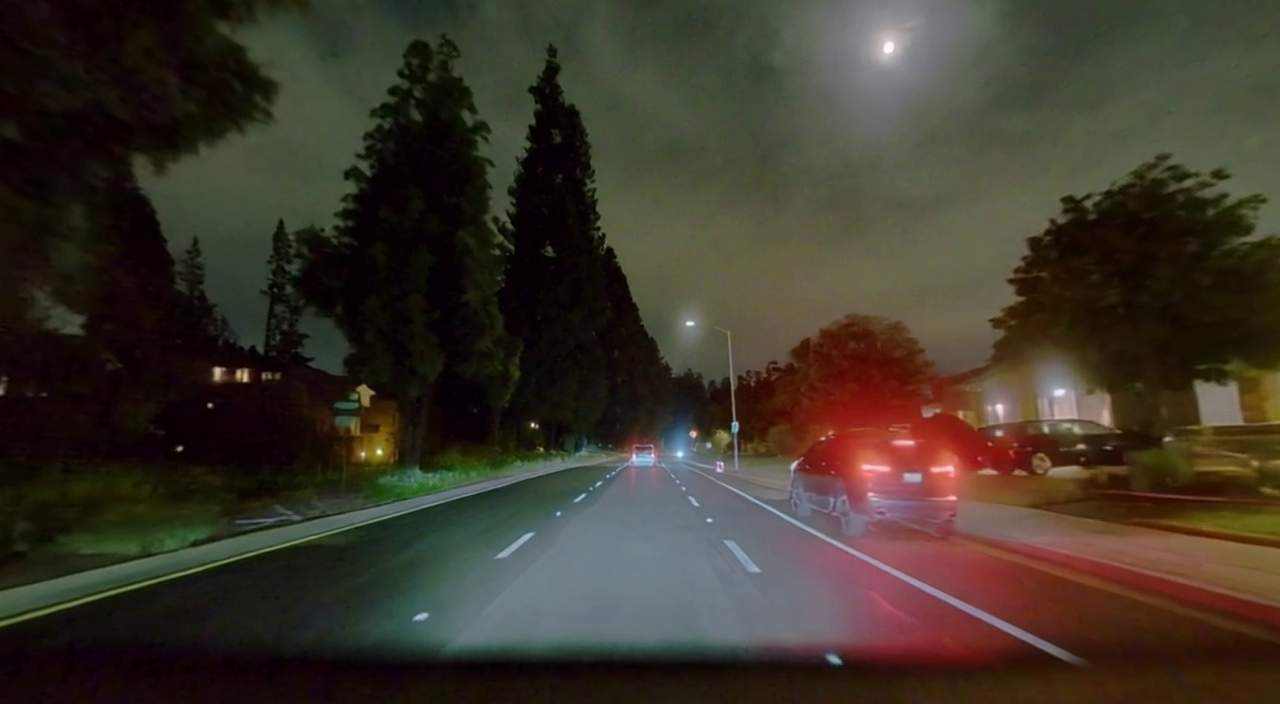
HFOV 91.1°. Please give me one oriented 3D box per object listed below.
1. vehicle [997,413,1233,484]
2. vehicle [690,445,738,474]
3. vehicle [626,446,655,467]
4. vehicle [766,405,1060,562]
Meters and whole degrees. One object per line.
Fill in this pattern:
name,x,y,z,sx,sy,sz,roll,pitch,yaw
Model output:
vehicle,12.755,2.607,17.138,4.694,1.622,2.067,-2,-7,1
vehicle,4.178,6.141,35.972,2.069,1.491,4.676,1,-9,-1
vehicle,0.058,7.771,46.721,2.054,1.456,4.003,0,-8,1
vehicle,3.750,1.941,10.094,2.203,1.828,5.336,0,-9,-2
